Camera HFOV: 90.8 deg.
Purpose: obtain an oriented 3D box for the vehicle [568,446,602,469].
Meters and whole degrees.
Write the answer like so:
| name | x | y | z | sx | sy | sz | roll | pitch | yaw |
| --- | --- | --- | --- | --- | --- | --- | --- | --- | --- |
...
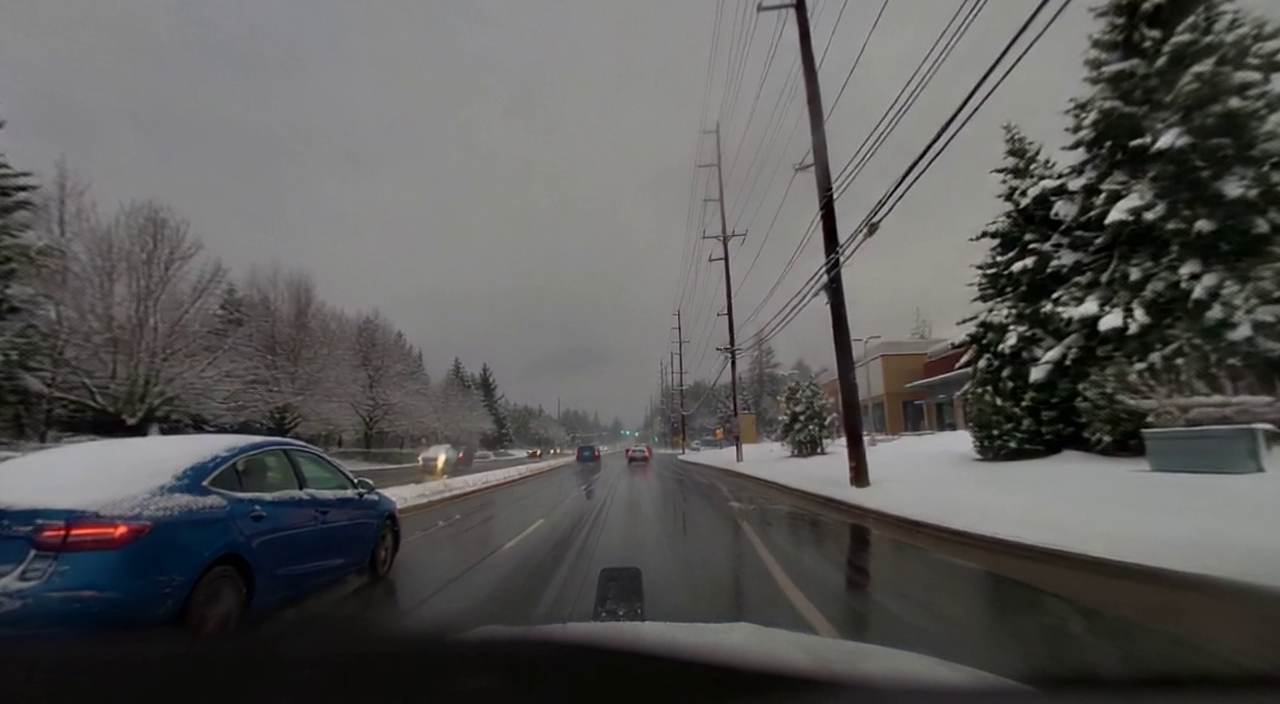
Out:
| name | x | y | z | sx | sy | sz | roll | pitch | yaw |
| --- | --- | --- | --- | --- | --- | --- | --- | --- | --- |
| vehicle | -3.744 | 7.348 | 43.785 | 2.021 | 1.486 | 3.623 | 0 | -10 | 0 |

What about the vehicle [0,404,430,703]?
| name | x | y | z | sx | sy | sz | roll | pitch | yaw |
| --- | --- | --- | --- | --- | --- | --- | --- | --- | --- |
| vehicle | -3.448 | 1.375 | 5.067 | 1.928 | 1.488 | 4.635 | 0 | -10 | 0 |

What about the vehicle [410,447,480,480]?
| name | x | y | z | sx | sy | sz | roll | pitch | yaw |
| --- | --- | --- | --- | --- | --- | --- | --- | --- | --- |
| vehicle | -9.033 | 5.234 | 29.611 | 1.971 | 1.415 | 4.317 | 0 | -10 | -1 |

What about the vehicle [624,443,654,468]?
| name | x | y | z | sx | sy | sz | roll | pitch | yaw |
| --- | --- | --- | --- | --- | --- | --- | --- | --- | --- |
| vehicle | -0.128 | 7.853 | 47.787 | 2.182 | 1.773 | 4.041 | 0 | -10 | -1 |
